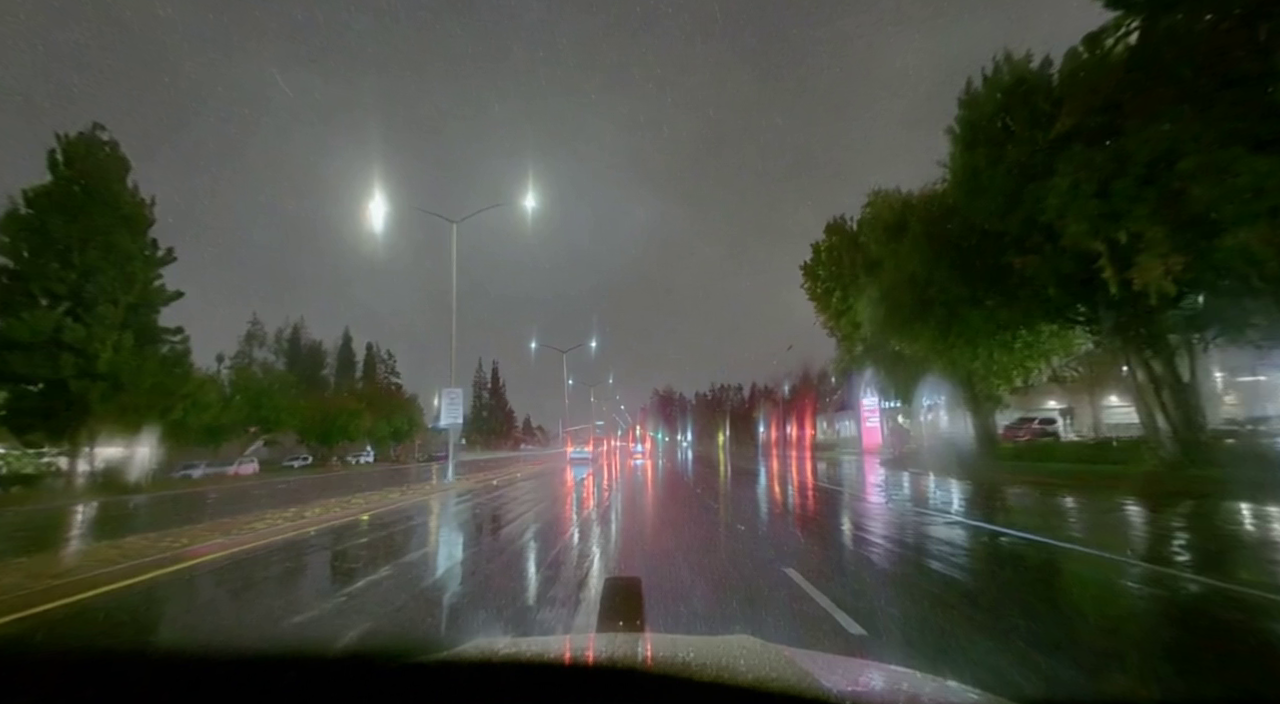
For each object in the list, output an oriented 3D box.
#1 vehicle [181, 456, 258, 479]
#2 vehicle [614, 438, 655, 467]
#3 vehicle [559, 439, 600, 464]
[{"bbox_3d":[-28.730,7.899,43.248,3.942,1.471,1.859,0,-8,0],"label":"vehicle"},{"bbox_3d":[-0.319,5.499,34.741,2.126,1.475,3.967,0,-8,-1],"label":"vehicle"},{"bbox_3d":[-3.671,6.179,39.334,2.139,1.487,4.453,0,-8,0],"label":"vehicle"}]
